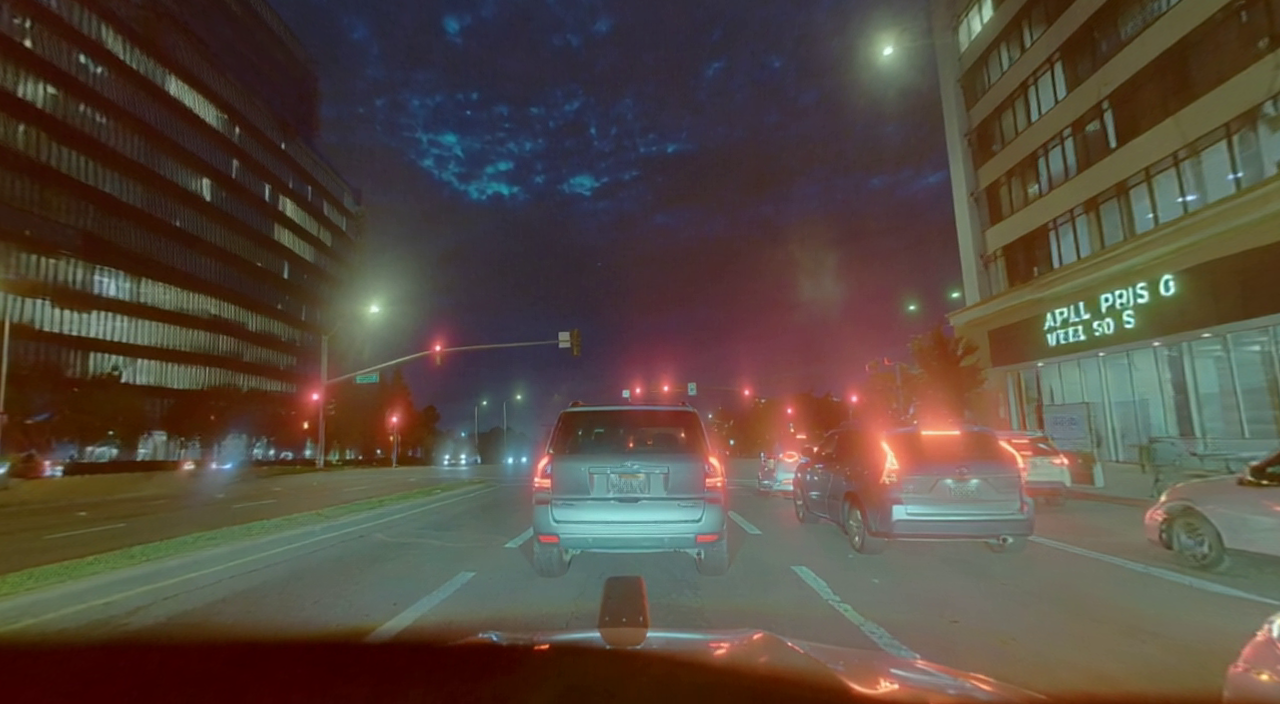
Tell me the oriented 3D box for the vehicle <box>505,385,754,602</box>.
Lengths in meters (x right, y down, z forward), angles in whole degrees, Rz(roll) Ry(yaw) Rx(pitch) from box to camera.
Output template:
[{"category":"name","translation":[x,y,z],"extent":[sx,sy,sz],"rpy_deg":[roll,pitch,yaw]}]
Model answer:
[{"category":"vehicle","translation":[-0.005,1.535,7.683],"extent":[2.154,1.861,4.280],"rpy_deg":[0,-8,3]}]

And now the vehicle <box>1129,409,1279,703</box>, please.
[{"category":"vehicle","translation":[3.370,0.731,0.811],"extent":[1.884,1.484,4.609],"rpy_deg":[0,-8,2]}]

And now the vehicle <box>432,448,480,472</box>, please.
[{"category":"vehicle","translation":[-14.241,8.343,49.144],"extent":[2.102,1.737,4.570],"rpy_deg":[-1,-8,4]}]

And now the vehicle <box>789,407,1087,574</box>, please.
[{"category":"vehicle","translation":[3.618,1.763,8.797],"extent":[2.036,1.719,4.318],"rpy_deg":[0,-8,0]}]

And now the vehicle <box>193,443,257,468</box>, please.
[{"category":"vehicle","translation":[-27.449,6.869,41.855],"extent":[1.693,1.563,3.716],"rpy_deg":[0,-8,0]}]
